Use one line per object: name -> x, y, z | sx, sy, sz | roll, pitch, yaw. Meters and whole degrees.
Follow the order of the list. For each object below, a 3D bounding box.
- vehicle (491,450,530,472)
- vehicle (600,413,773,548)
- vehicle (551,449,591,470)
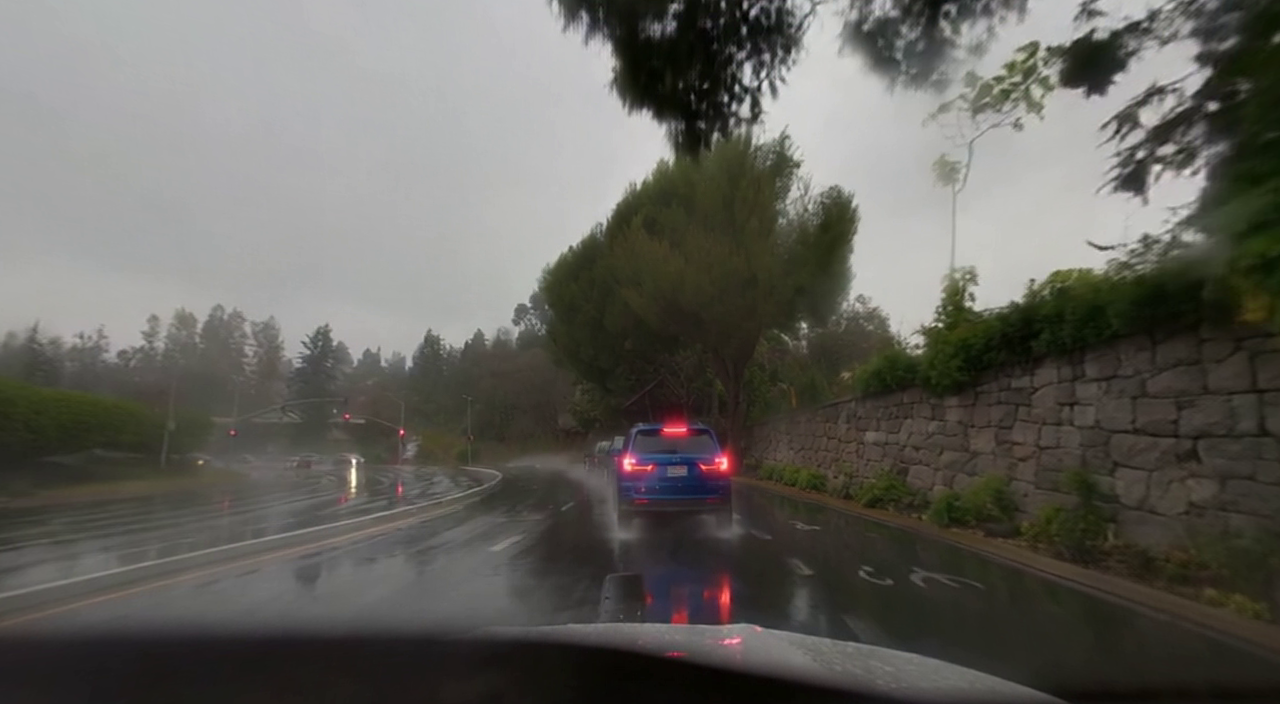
vehicle -> -9.542, 7.899, 46.142 | 2.023, 1.474, 4.286 | 4, -9, -21
vehicle -> 0.538, 2.027, 10.548 | 2.287, 1.762, 4.269 | 0, -9, -2
vehicle -> -5.324, 8.136, 48.228 | 1.932, 1.488, 4.578 | 3, -9, -20
